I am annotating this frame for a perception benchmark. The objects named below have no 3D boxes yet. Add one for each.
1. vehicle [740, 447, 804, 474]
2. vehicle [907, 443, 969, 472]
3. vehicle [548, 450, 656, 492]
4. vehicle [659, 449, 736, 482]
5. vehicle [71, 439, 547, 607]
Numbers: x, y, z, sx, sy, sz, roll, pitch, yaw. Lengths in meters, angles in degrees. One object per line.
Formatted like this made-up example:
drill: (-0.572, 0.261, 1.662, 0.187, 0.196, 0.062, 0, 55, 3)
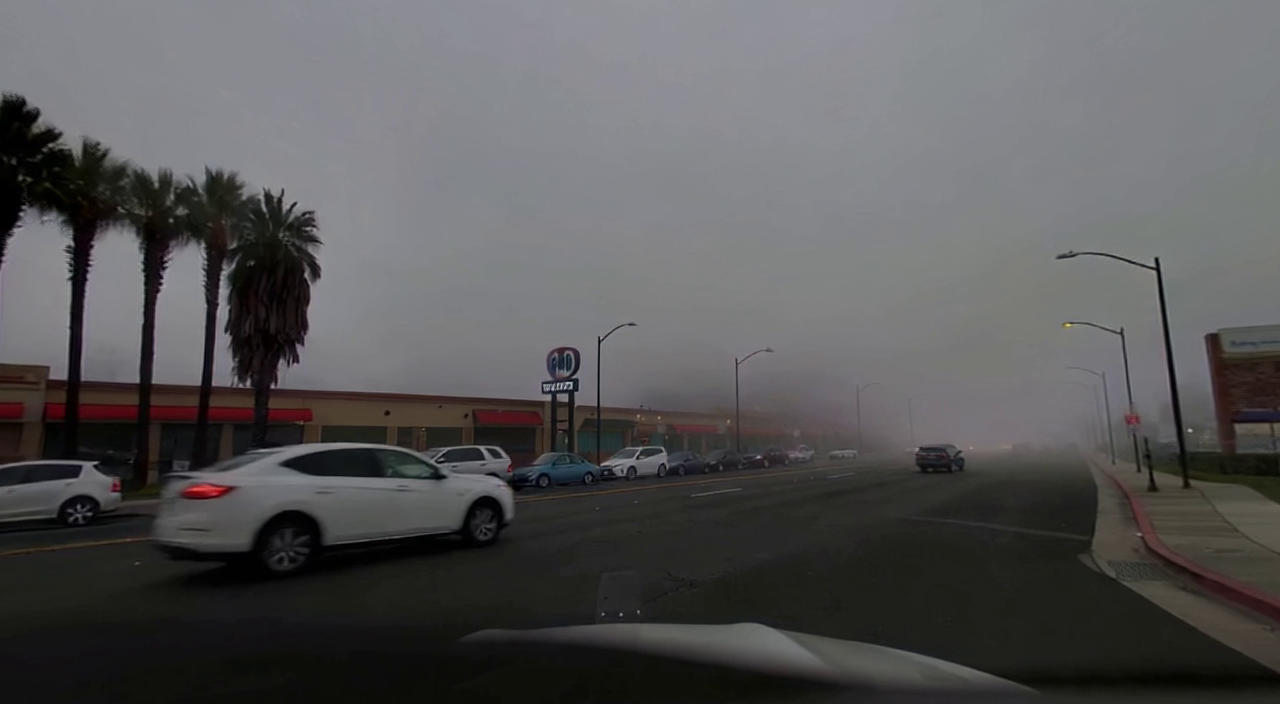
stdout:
vehicle: (8.049, 6.537, 38.064, 1.981, 1.493, 4.721, -6, -11, 36)
vehicle: (17.031, 5.963, 35.807, 2.035, 1.485, 4.849, -7, -11, 38)
vehicle: (-1.397, 4.652, 25.009, 1.837, 1.468, 4.389, -6, -11, 37)
vehicle: (2.876, 5.501, 30.851, 1.776, 1.448, 4.137, -6, -11, 37)
vehicle: (-4.002, 1.951, 8.380, 5.090, 1.513, 2.232, 8, -12, -44)
